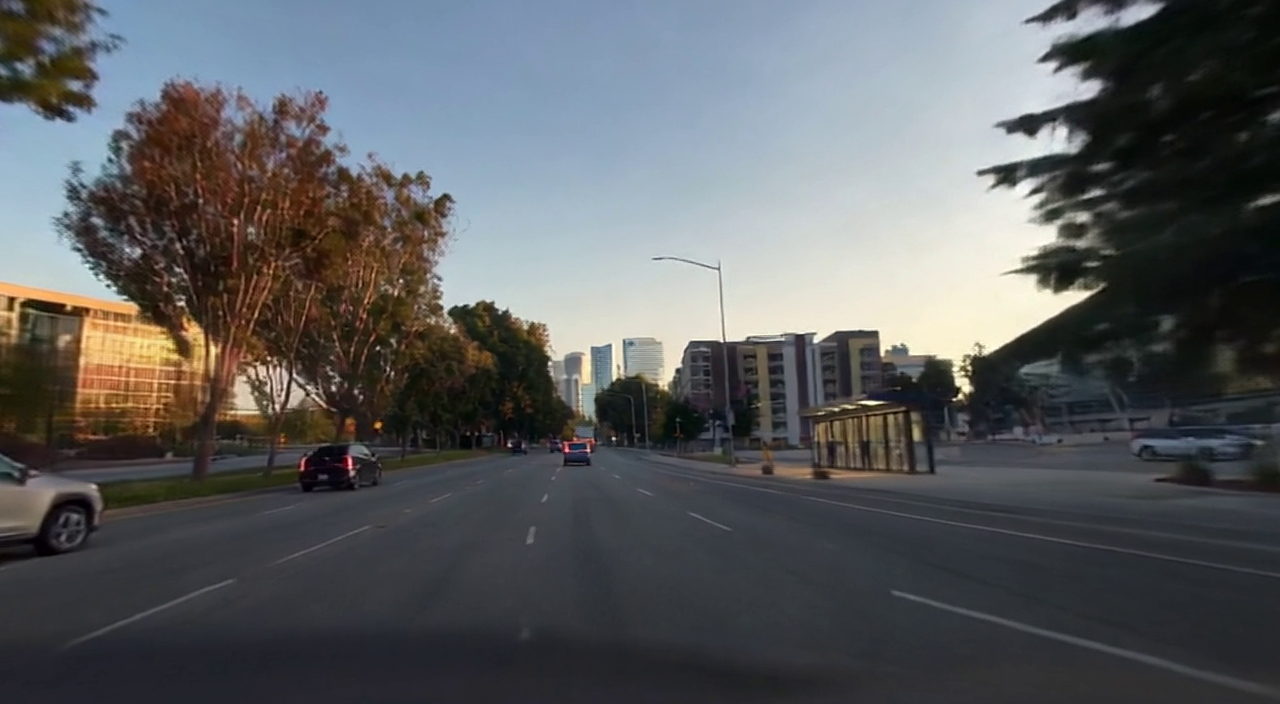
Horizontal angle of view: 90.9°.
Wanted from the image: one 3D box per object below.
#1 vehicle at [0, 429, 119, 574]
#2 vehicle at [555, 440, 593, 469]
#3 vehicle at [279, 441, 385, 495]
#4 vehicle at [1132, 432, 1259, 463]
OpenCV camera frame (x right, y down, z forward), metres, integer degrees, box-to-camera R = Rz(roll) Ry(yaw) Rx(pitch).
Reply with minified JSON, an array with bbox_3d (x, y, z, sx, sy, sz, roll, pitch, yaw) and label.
[{"bbox_3d":[-8.757,1.732,7.047,2.181,1.728,4.515,0,-8,-4],"label":"vehicle"},{"bbox_3d":[-4.344,6.702,41.466,2.345,1.803,4.261,1,-8,-6],"label":"vehicle"},{"bbox_3d":[-11.366,4.263,23.695,2.097,1.782,4.682,1,-8,-7],"label":"vehicle"},{"bbox_3d":[28.344,4.893,32.411,1.896,1.459,4.611,1,-8,-10],"label":"vehicle"}]
